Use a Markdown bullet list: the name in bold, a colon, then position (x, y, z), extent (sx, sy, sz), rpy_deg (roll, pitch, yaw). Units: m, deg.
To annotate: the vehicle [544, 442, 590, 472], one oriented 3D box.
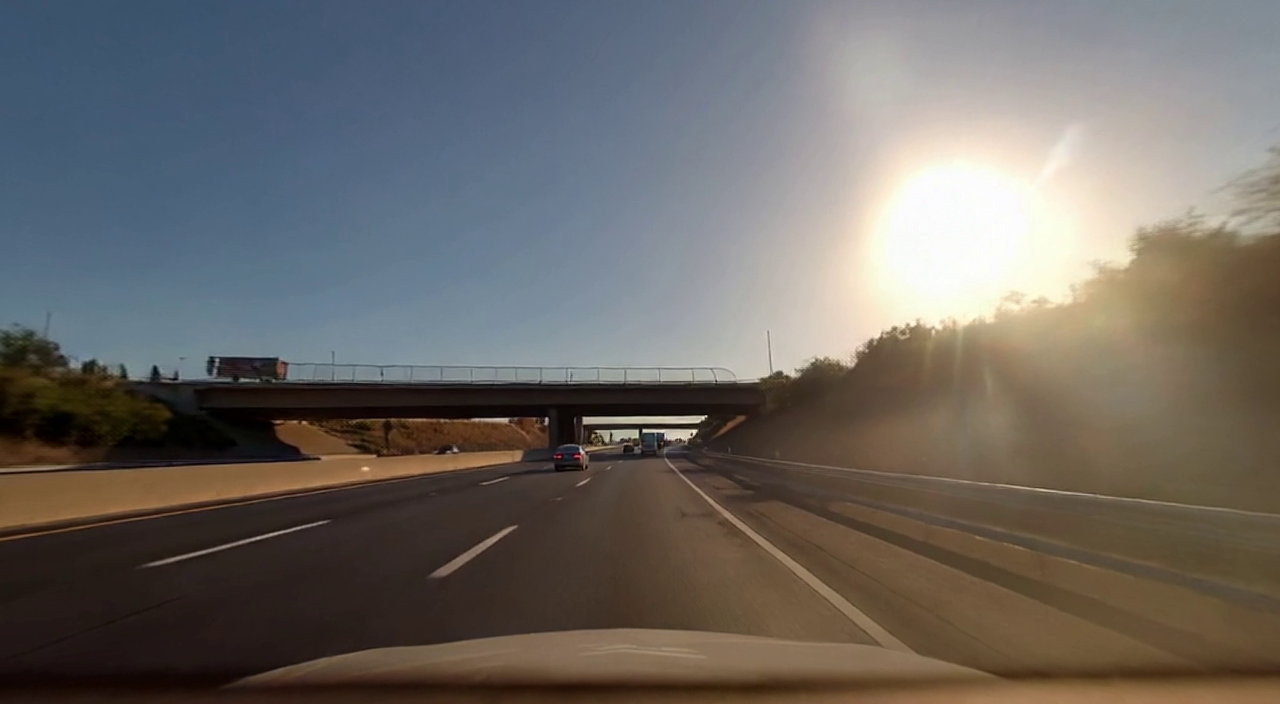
- **vehicle**: position (-4.090, 6.005, 36.064), extent (1.961, 1.540, 4.487), rpy_deg (-1, -9, 2)
